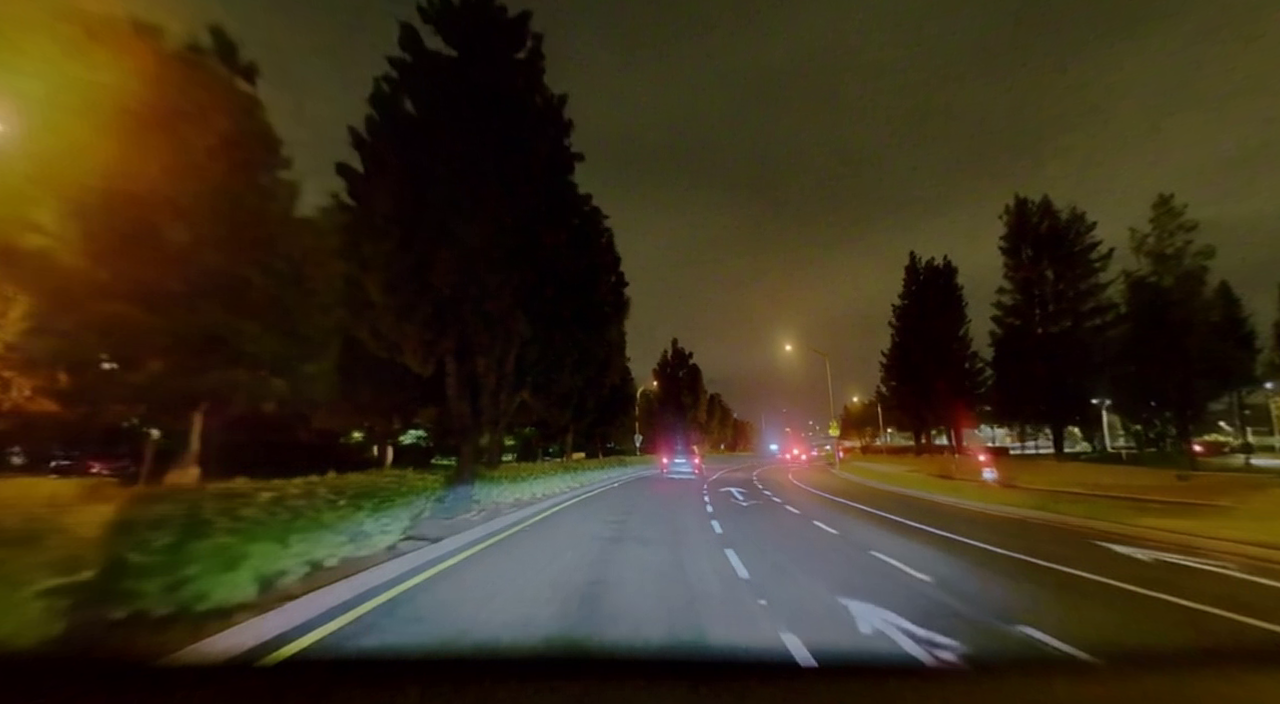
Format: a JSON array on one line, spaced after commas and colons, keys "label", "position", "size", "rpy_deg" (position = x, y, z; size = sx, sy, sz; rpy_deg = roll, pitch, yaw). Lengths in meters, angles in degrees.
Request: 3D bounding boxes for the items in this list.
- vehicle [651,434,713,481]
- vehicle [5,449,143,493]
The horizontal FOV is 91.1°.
[{"label": "vehicle", "position": [2.059, 4.780, 28.855], "size": [2.371, 1.926, 5.615], "rpy_deg": [-1, -9, 8]}, {"label": "vehicle", "position": [-21.615, 4.516, 24.254], "size": [1.829, 1.501, 4.149], "rpy_deg": [1, -9, -8]}]
